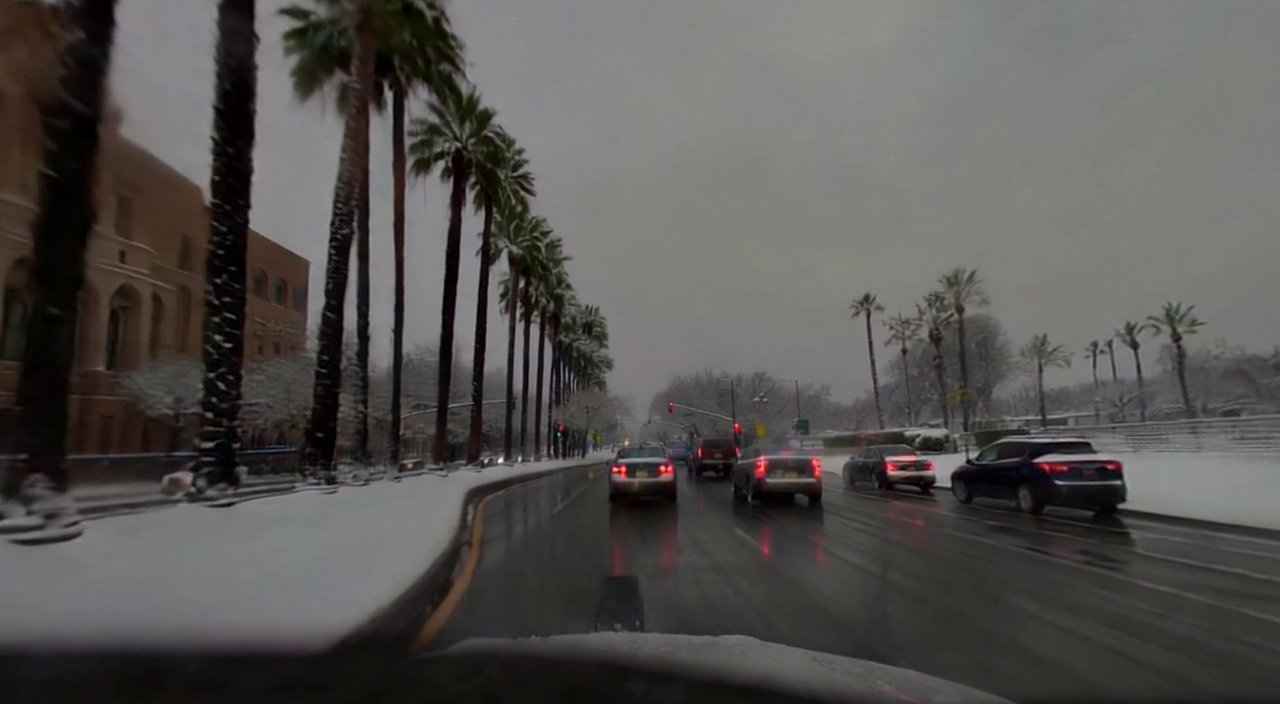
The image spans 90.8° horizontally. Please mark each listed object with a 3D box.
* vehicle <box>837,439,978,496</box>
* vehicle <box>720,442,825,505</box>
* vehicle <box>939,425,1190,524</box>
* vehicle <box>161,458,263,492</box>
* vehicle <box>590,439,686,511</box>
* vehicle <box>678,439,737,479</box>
[{"bbox_3d":[8.182,3.544,19.966,1.970,1.559,4.911,0,-8,-5],"label":"vehicle"},{"bbox_3d":[3.396,3.184,17.051,1.833,1.465,4.258,0,-8,-1],"label":"vehicle"},{"bbox_3d":[8.552,2.488,13.453,1.994,1.715,4.777,0,-8,0],"label":"vehicle"},{"bbox_3d":[-21.012,6.020,31.310,1.856,1.429,4.672,0,-8,-1],"label":"vehicle"},{"bbox_3d":[-0.088,2.898,15.421,2.050,1.521,3.747,0,-8,-1],"label":"vehicle"},{"bbox_3d":[3.408,5.572,33.511,2.127,1.854,7.971,0,-8,-1],"label":"vehicle"}]
